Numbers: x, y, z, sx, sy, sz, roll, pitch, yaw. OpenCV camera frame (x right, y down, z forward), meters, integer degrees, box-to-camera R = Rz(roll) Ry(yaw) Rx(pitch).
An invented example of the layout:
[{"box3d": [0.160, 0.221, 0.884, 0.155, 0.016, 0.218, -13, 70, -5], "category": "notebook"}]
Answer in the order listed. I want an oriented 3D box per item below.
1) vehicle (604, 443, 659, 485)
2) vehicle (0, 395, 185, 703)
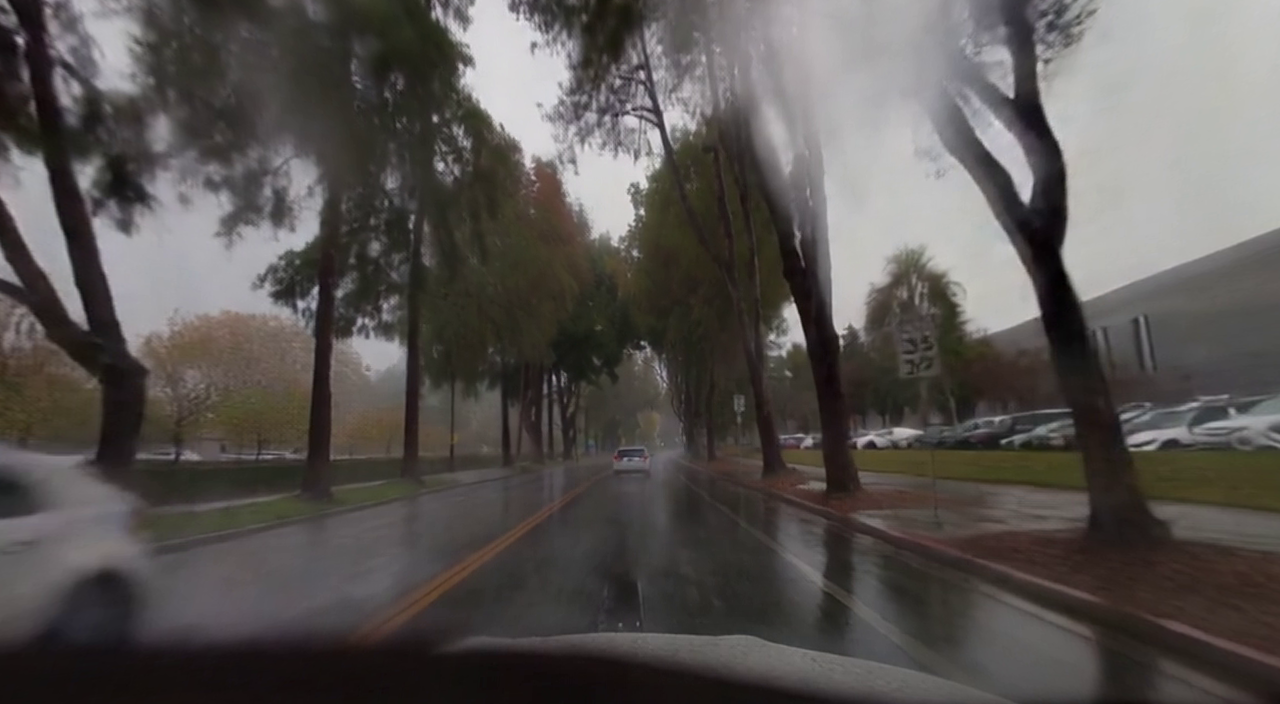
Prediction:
[{"box3d": [-0.285, 4.676, 26.702, 2.152, 1.574, 4.223, -1, -8, 1], "category": "vehicle"}, {"box3d": [-4.266, 0.991, 2.472, 2.078, 1.720, 3.822, -1, -8, 0], "category": "vehicle"}]
